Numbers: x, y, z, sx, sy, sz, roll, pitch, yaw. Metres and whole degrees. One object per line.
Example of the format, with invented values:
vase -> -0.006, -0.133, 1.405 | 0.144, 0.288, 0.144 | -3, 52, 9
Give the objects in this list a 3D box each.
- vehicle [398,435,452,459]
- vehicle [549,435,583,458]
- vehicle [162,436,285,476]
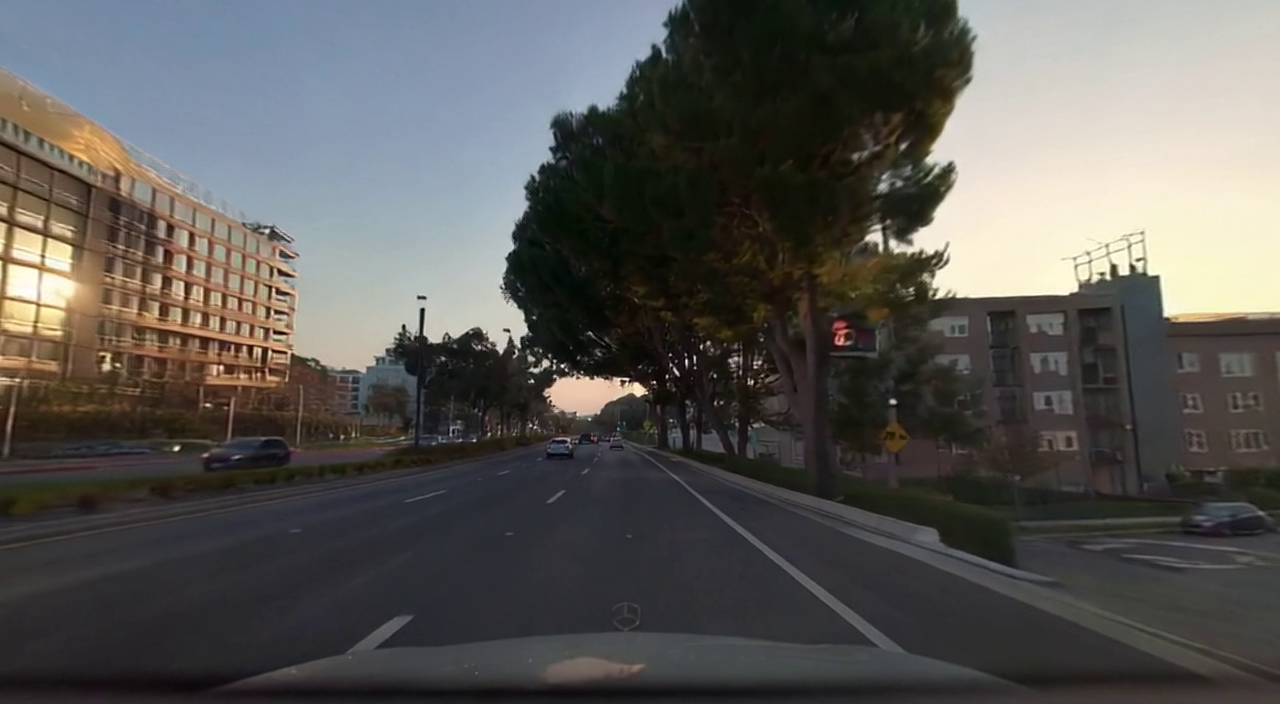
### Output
vehicle -> -14.676, 6.519, 43.406 | 1.998, 1.488, 4.577 | 0, -8, 1
vehicle -> -5.183, 6.707, 44.846 | 2.025, 1.474, 4.292 | 0, -8, -2
vehicle -> -17.926, 4.488, 27.509 | 2.079, 1.560, 4.702 | 0, -8, 1
